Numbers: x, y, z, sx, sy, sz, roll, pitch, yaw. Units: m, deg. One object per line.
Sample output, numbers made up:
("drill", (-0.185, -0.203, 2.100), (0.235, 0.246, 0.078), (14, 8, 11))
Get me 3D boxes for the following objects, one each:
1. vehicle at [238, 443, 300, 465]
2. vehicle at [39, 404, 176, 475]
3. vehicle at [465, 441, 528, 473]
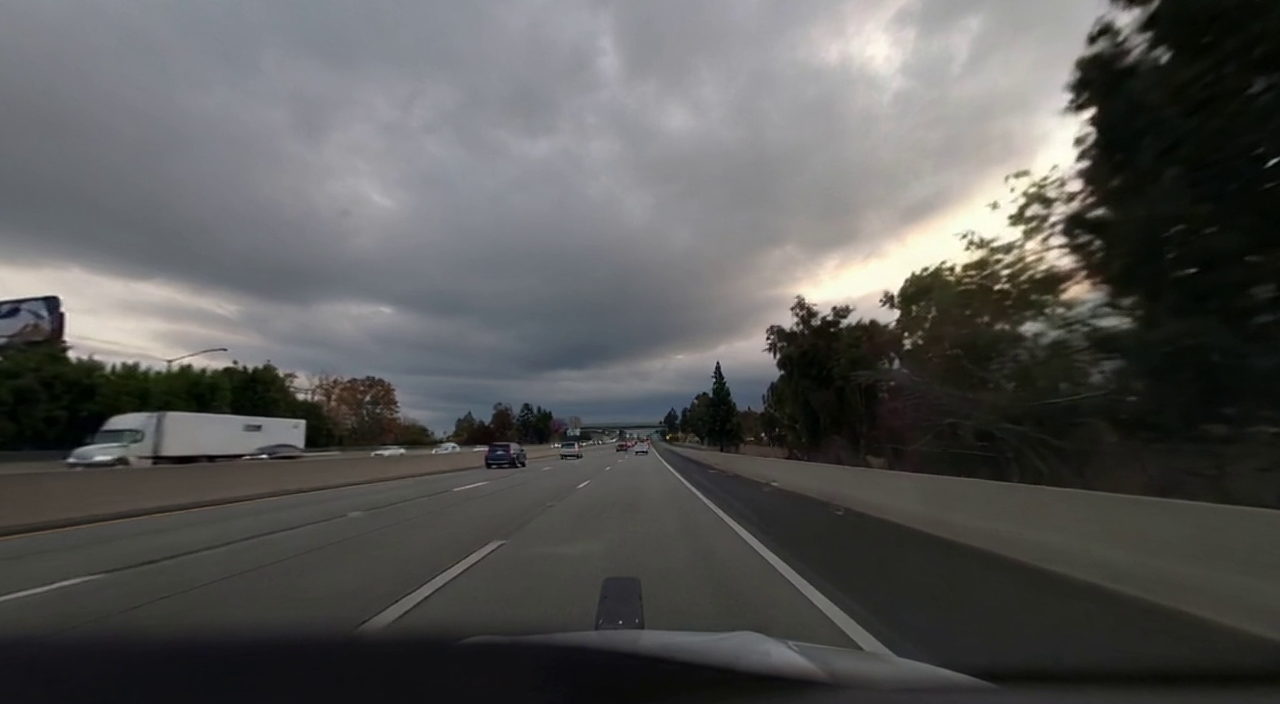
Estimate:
("vehicle", (-28.615, 7.894, 48.750), (1.915, 1.610, 4.542), (0, -9, 1))
("vehicle", (-32.719, 5.469, 39.100), (2.976, 4.021, 5.937), (0, -9, 1))
("vehicle", (-7.204, 5.339, 32.234), (2.008, 1.520, 4.731), (0, -9, 1))
